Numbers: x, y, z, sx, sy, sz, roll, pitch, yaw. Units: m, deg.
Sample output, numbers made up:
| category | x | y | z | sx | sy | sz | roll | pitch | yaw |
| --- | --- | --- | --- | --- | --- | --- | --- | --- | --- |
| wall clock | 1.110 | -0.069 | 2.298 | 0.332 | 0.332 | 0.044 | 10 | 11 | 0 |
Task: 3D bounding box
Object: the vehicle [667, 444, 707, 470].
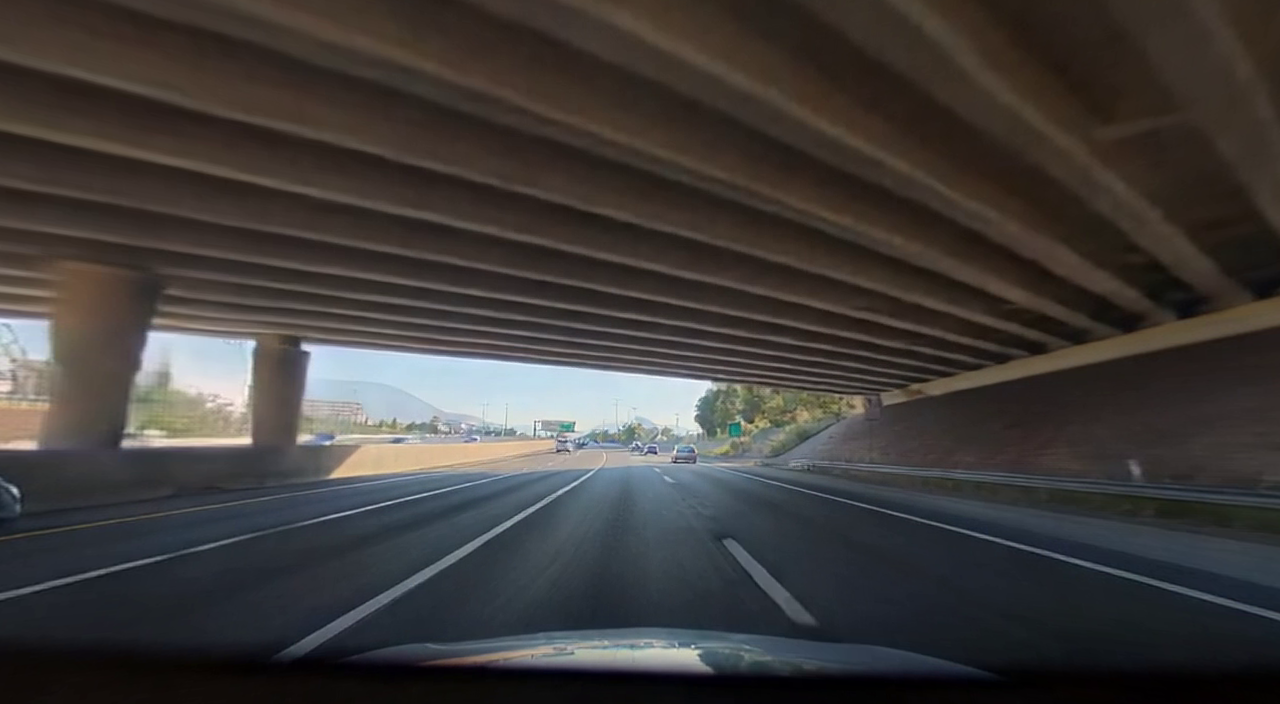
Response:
| category | x | y | z | sx | sy | sz | roll | pitch | yaw |
| --- | --- | --- | --- | --- | --- | --- | --- | --- | --- |
| vehicle | 2.855 | 6.487 | 39.370 | 2.059 | 1.509 | 4.670 | 0 | -8 | -1 |
